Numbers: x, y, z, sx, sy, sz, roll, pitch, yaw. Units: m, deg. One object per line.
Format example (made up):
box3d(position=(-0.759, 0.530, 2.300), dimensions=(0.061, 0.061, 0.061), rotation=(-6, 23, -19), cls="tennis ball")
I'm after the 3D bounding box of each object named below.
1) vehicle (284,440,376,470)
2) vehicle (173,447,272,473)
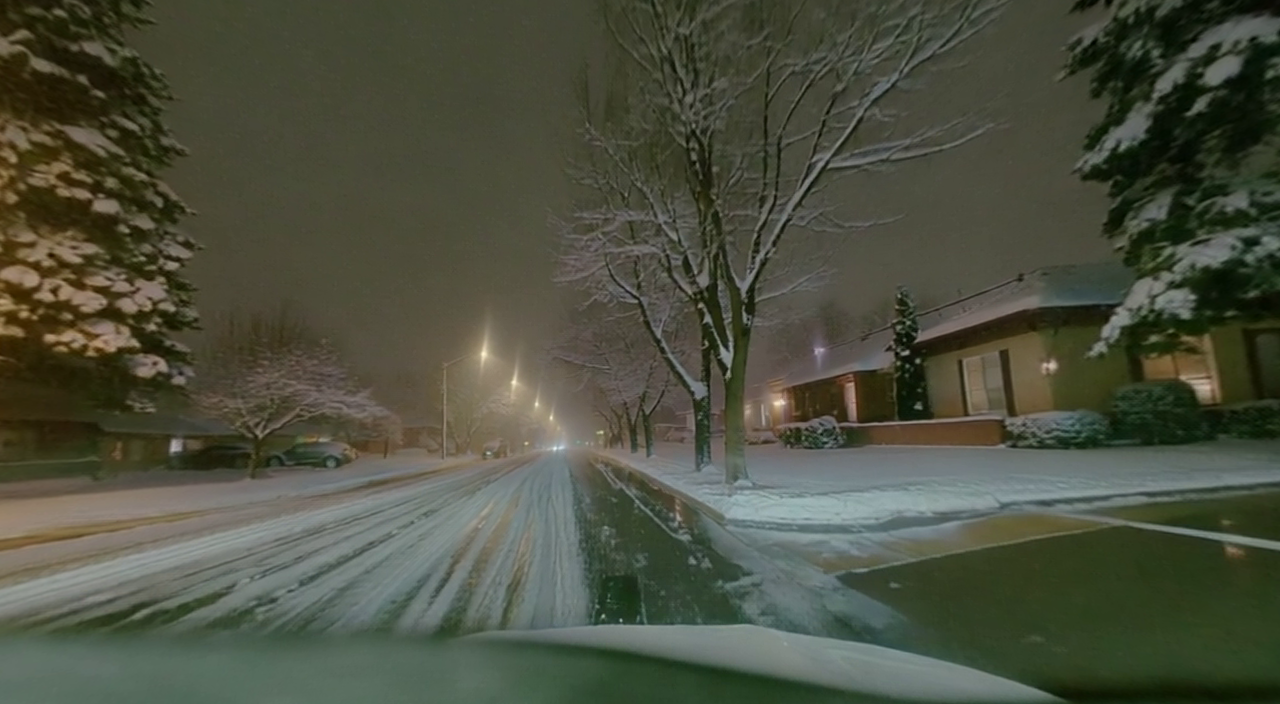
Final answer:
box3d(position=(-18.746, 6.242, 38.378), dimensions=(4.559, 1.745, 1.918), rotation=(1, -9, -8), cls="vehicle")
box3d(position=(-25.052, 6.489, 38.060), dimensions=(4.531, 1.470, 1.855), rotation=(0, -9, -4), cls="vehicle")
